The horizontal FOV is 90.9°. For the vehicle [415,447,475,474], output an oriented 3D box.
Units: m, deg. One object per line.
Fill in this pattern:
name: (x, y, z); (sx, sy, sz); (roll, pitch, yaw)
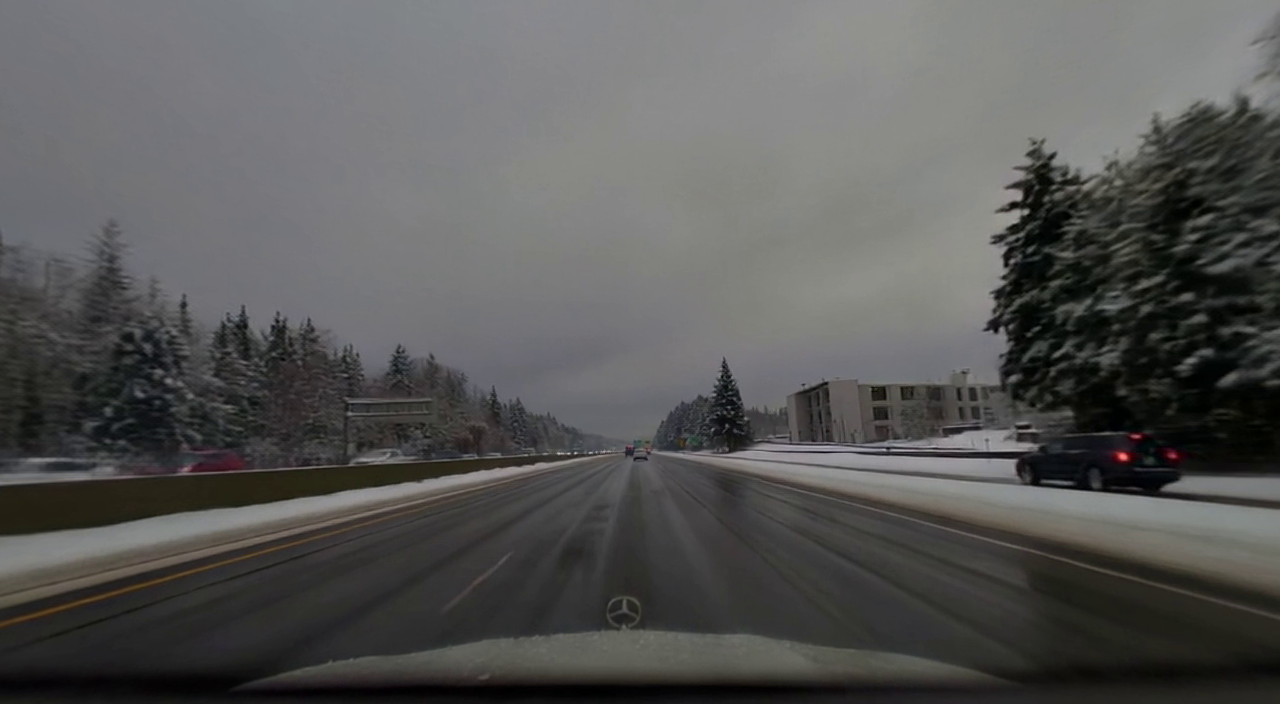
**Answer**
vehicle: (-11.055, 6.177, 36.046); (1.971, 1.469, 4.346); (0, -9, 0)

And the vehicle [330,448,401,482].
vehicle: (-15.595, 6.446, 36.126); (2.114, 1.792, 4.296); (0, -9, 0)

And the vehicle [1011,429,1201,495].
vehicle: (12.648, 3.028, 17.533); (2.163, 1.596, 3.997); (0, -9, -1)

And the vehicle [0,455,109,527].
vehicle: (-15.688, 3.313, 15.120); (1.972, 1.614, 4.406); (0, -9, 1)

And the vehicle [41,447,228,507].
vehicle: (-19.424, 4.797, 24.790); (2.282, 2.038, 6.005); (0, -9, 1)
